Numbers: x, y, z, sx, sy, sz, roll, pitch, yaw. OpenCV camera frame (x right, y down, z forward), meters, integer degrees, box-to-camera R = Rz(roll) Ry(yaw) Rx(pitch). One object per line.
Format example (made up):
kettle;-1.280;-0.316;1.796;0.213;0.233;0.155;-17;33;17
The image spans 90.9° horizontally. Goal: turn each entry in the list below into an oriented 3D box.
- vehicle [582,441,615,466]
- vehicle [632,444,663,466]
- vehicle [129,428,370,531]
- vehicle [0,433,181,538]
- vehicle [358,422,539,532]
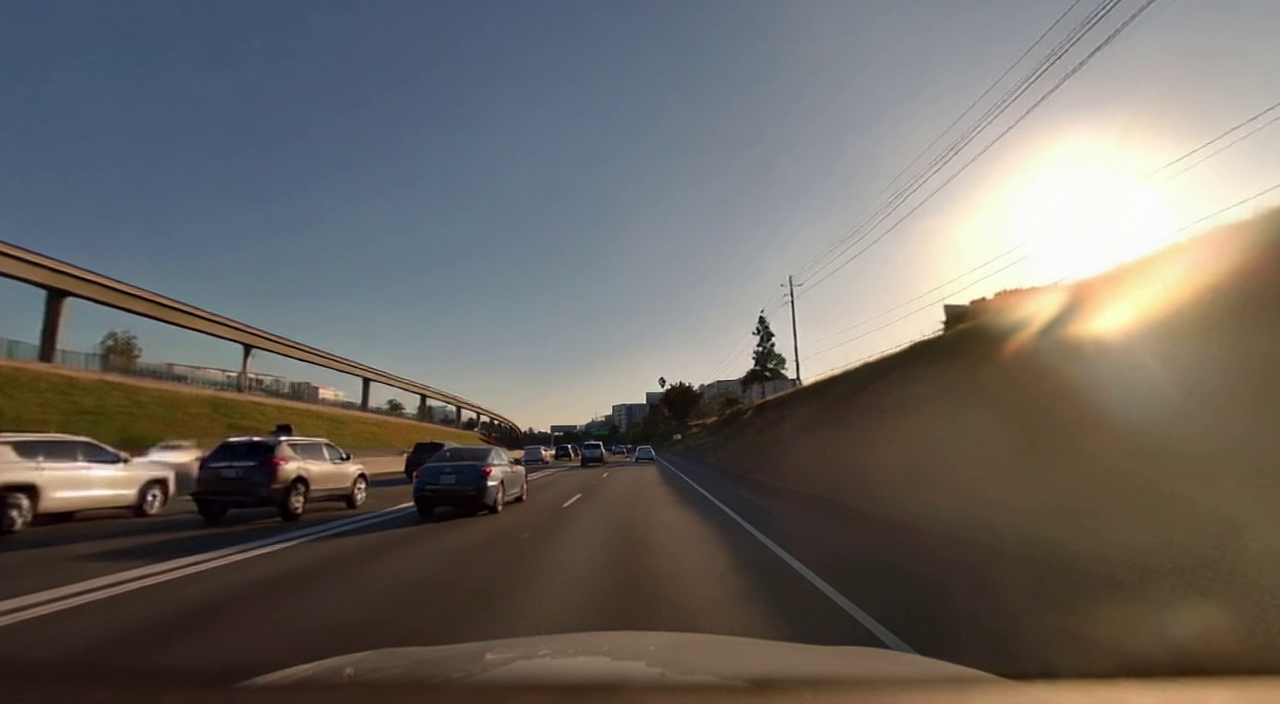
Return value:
vehicle;-3.112;7.748;48.240;2.093;1.831;4.712;0;-8;1
vehicle;0.495;7.362;45.295;2.074;1.465;3.977;0;-8;-1
vehicle;-7.232;2.377;12.340;1.959;1.652;4.170;0;-8;1
vehicle;-11.029;2.317;11.376;1.951;1.628;4.617;0;-8;1
vehicle;-3.430;2.331;12.361;2.052;1.731;4.372;0;-8;2
